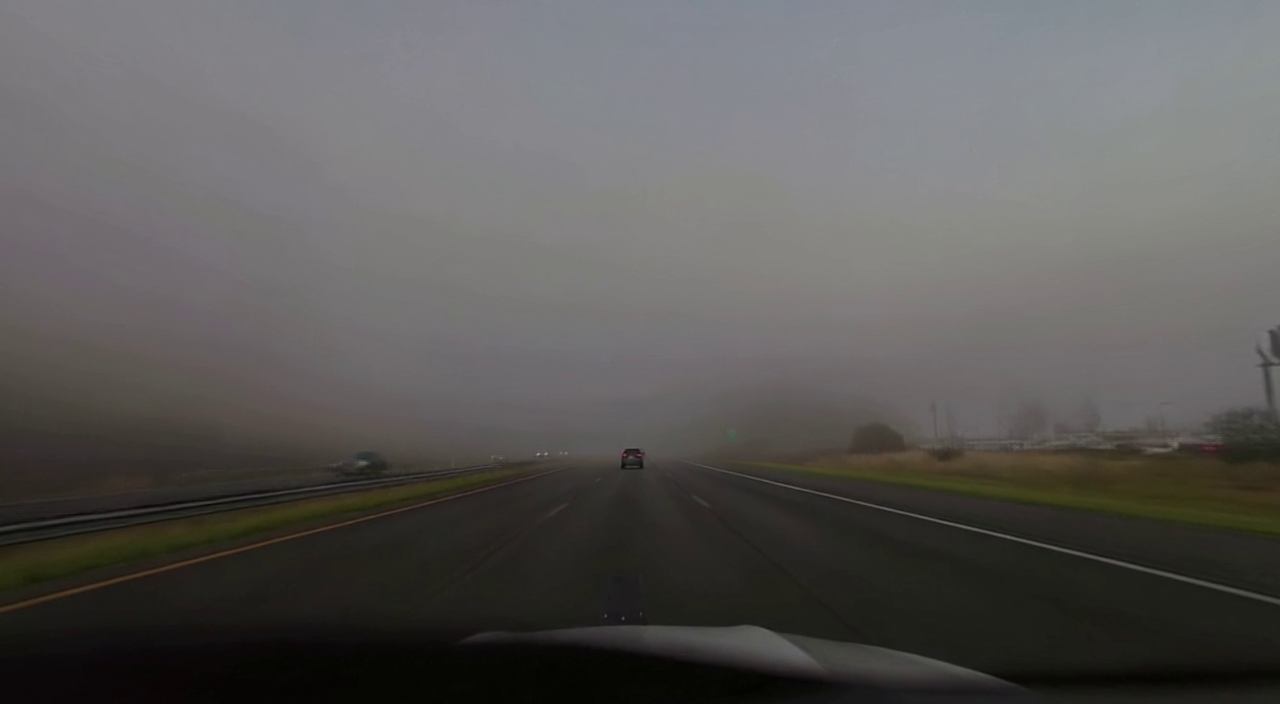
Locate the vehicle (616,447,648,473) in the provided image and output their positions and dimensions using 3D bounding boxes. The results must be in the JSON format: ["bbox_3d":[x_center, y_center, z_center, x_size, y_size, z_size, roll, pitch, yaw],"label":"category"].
[{"bbox_3d":[-0.489,6.757,39.438,1.916,1.494,4.335,0,-9,0],"label":"vehicle"}]

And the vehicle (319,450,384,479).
[{"bbox_3d":[-18.074,7.045,39.689,1.975,1.674,4.661,0,-9,-1],"label":"vehicle"}]
